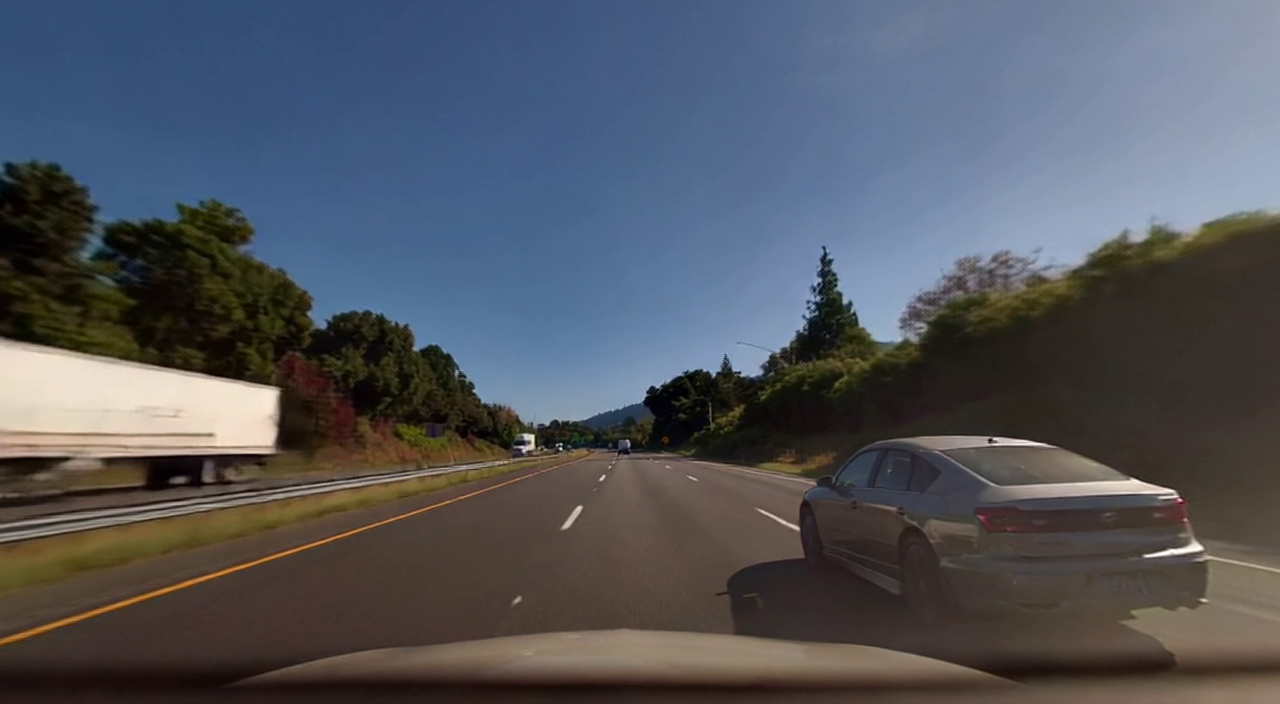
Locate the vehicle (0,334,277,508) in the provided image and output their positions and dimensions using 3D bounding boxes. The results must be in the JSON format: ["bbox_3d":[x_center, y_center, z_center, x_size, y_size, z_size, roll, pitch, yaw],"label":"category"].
[{"bbox_3d":[-16.838,2.329,19.467,3.058,4.084,14.014,0,-9,-1],"label":"vehicle"}]
